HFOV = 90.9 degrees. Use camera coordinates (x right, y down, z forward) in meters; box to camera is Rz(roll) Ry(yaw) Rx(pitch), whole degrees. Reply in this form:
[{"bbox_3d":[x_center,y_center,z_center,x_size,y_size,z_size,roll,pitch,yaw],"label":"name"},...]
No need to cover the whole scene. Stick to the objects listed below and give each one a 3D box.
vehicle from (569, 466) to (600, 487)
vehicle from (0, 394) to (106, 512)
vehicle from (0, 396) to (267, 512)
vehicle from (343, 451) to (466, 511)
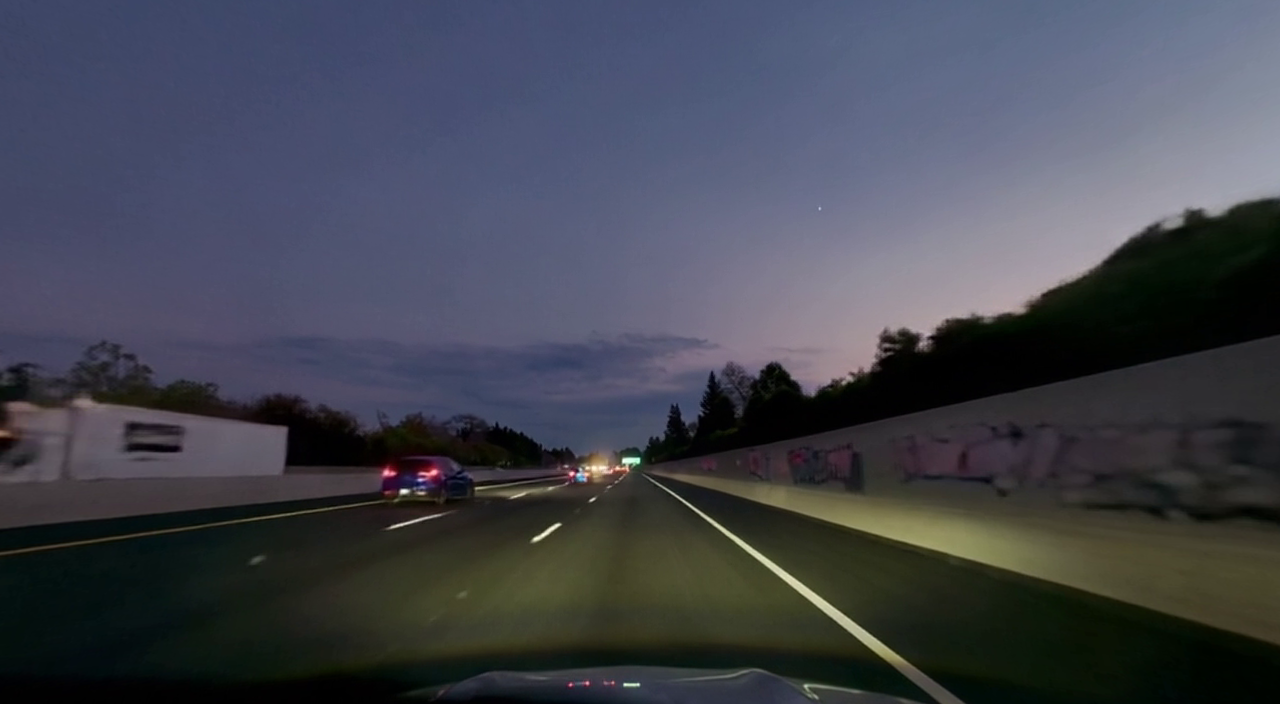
[{"bbox_3d":[-4.026,9.129,46.395,1.941,1.437,3.829,1,-10,0],"label":"vehicle"},{"bbox_3d":[-22.884,3.530,21.966,2.973,3.888,5.915,1,-10,0],"label":"vehicle"},{"bbox_3d":[-23.024,4.811,28.971,3.153,4.011,14.034,1,-10,0],"label":"vehicle"},{"bbox_3d":[-7.185,4.012,19.842,2.124,1.630,4.416,1,-10,0],"label":"vehicle"}]
